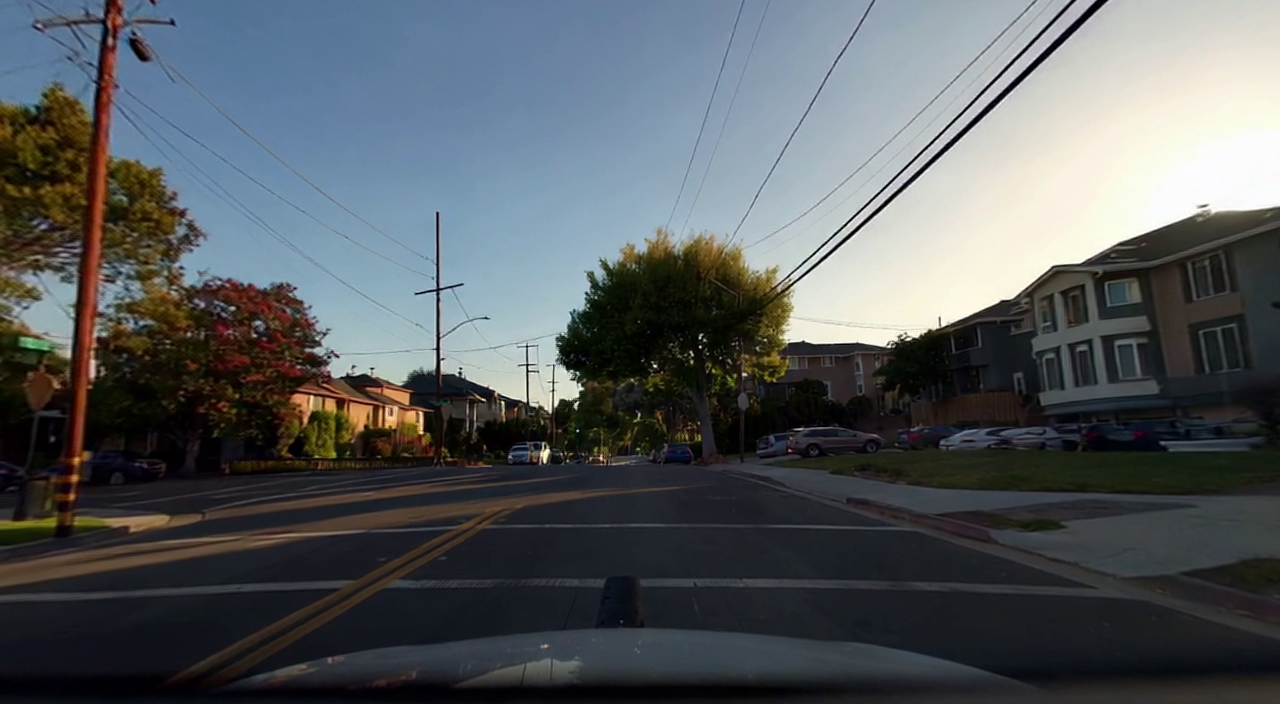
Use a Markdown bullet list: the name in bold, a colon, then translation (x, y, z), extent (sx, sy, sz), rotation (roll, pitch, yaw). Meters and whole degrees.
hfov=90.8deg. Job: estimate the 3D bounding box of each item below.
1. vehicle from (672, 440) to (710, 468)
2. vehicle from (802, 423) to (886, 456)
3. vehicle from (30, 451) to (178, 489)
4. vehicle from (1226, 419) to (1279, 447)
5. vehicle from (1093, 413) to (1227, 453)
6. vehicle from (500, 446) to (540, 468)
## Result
- **vehicle**: translation (3.246, 6.619, 41.161), extent (1.993, 1.755, 4.256), rotation (0, -8, -2)
- **vehicle**: translation (11.176, 4.792, 34.495), extent (4.509, 1.664, 1.981), rotation (6, -10, -35)
- **vehicle**: translation (-22.298, 4.912, 26.397), extent (4.424, 1.486, 1.814), rotation (0, -8, -2)
- **vehicle**: translation (33.077, 4.297, 33.357), extent (3.433, 1.389, 1.683), rotation (3, -8, -22)
- **vehicle**: translation (22.388, 3.519, 27.332), extent (4.002, 1.505, 2.061), rotation (-1, -10, -5)
- **vehicle**: translation (-8.542, 7.471, 45.199), extent (2.066, 1.472, 4.353), rotation (0, -8, -1)
